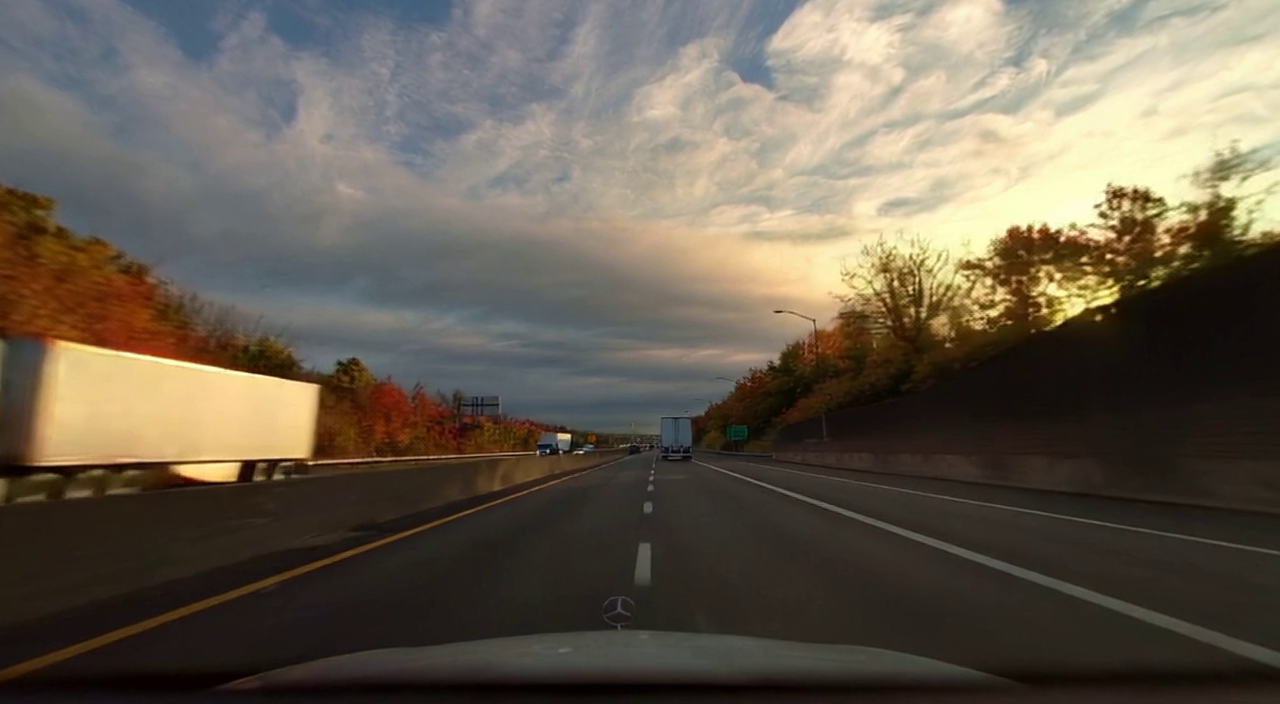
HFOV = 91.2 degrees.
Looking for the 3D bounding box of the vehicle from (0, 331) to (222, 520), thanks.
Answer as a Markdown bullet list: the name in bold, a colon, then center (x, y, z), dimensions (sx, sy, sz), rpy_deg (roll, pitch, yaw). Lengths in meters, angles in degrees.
- **vehicle**: center (-14.412, 1.748, 14.349), dimensions (2.815, 3.802, 9.551), rpy_deg (-1, -9, 1)
